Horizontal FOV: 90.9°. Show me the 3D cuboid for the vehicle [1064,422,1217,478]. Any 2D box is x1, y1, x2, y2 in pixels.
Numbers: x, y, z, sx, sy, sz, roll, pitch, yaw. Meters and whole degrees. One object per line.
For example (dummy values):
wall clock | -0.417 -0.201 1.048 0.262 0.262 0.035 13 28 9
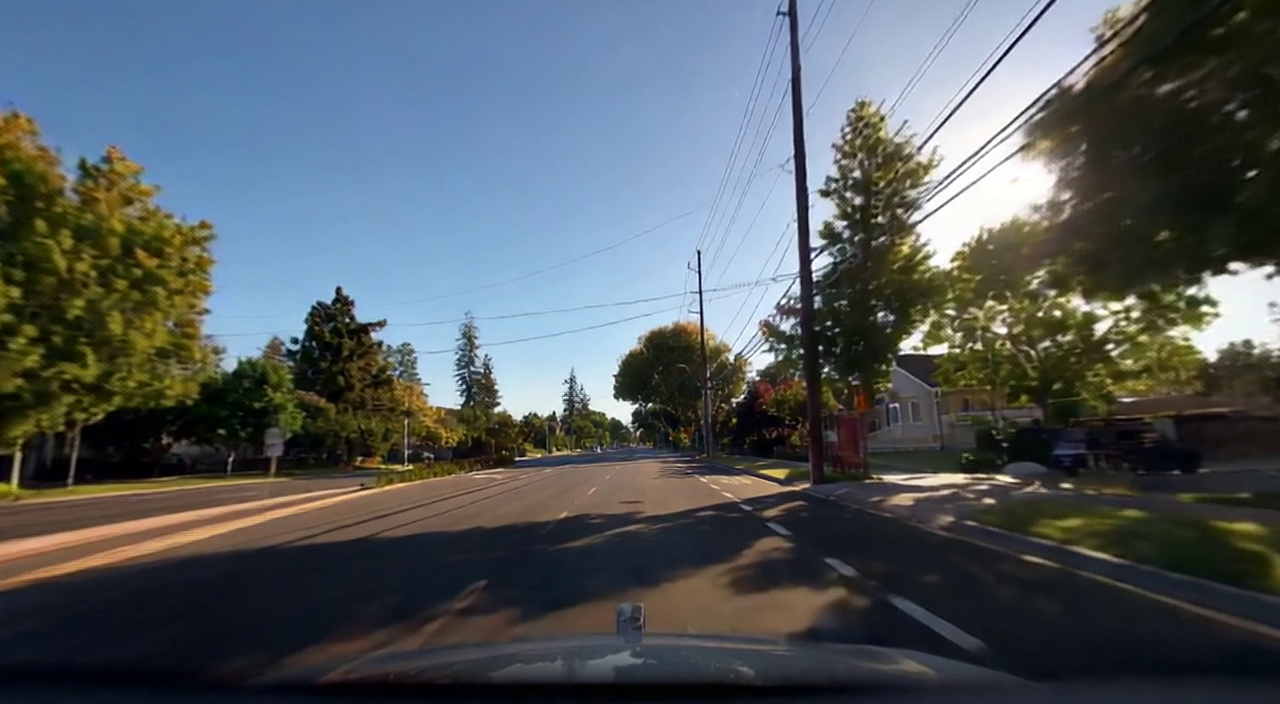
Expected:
vehicle | 18.427 3.599 23.303 4.229 1.911 2.134 2 -8 -13
